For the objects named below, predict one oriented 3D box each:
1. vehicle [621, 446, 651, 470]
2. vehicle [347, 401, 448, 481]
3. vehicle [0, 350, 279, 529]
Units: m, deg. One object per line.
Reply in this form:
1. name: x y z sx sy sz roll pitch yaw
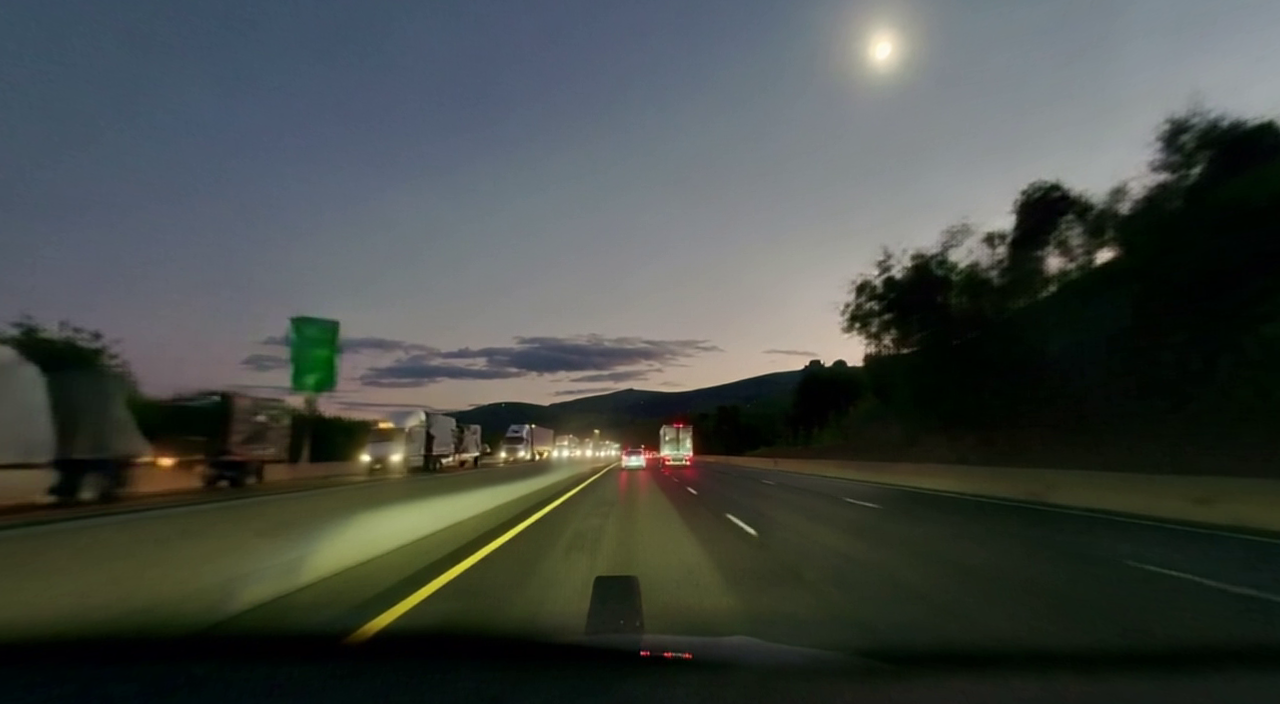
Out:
1. vehicle: -0.301 7.987 47.796 2.137 1.689 4.051 0 -9 -1
2. vehicle: -12.750 4.811 33.835 2.948 3.877 6.066 0 -9 -1
3. vehicle: -13.138 2.328 16.684 2.668 3.649 7.436 0 -9 0
